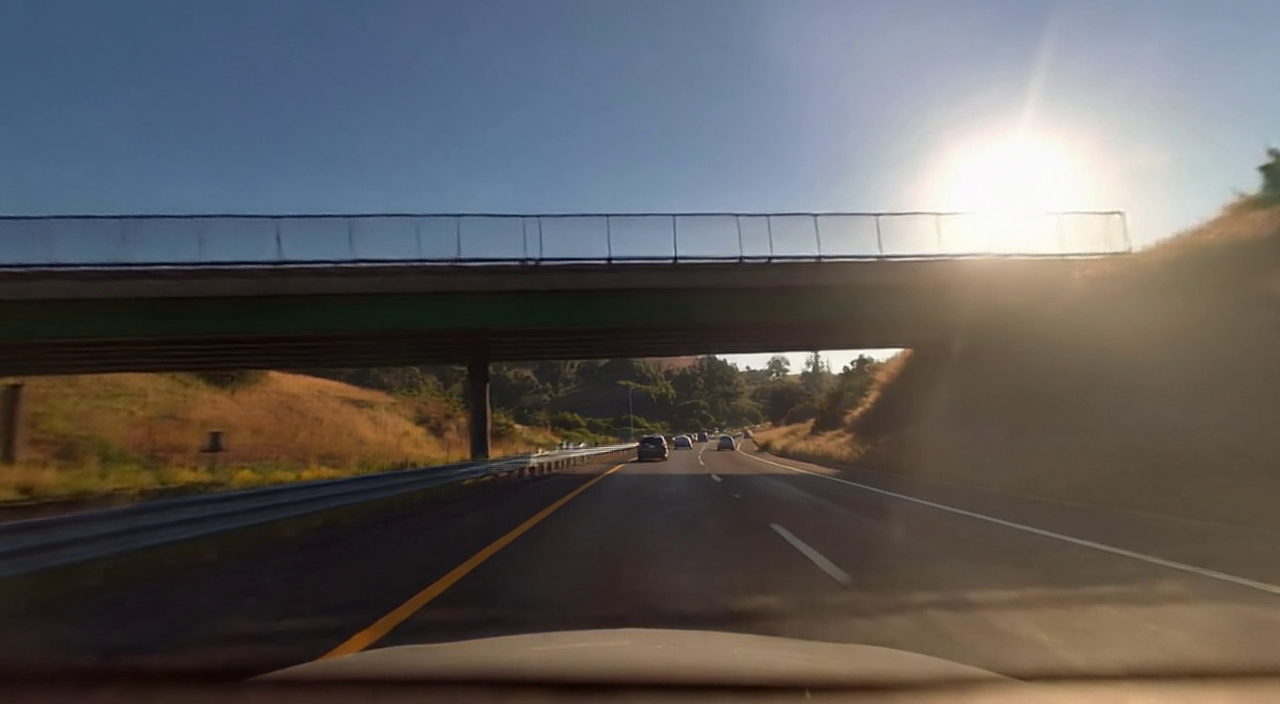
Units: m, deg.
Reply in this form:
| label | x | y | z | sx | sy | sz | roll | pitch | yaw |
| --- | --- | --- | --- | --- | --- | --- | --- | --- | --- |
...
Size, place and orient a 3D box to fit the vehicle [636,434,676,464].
| label | x | y | z | sx | sy | sz | roll | pitch | yaw |
| --- | --- | --- | --- | --- | --- | --- | --- | --- | --- |
| vehicle | 0.903 | 5.186 | 33.828 | 1.993 | 1.461 | 3.812 | -1 | -8 | 3 |
